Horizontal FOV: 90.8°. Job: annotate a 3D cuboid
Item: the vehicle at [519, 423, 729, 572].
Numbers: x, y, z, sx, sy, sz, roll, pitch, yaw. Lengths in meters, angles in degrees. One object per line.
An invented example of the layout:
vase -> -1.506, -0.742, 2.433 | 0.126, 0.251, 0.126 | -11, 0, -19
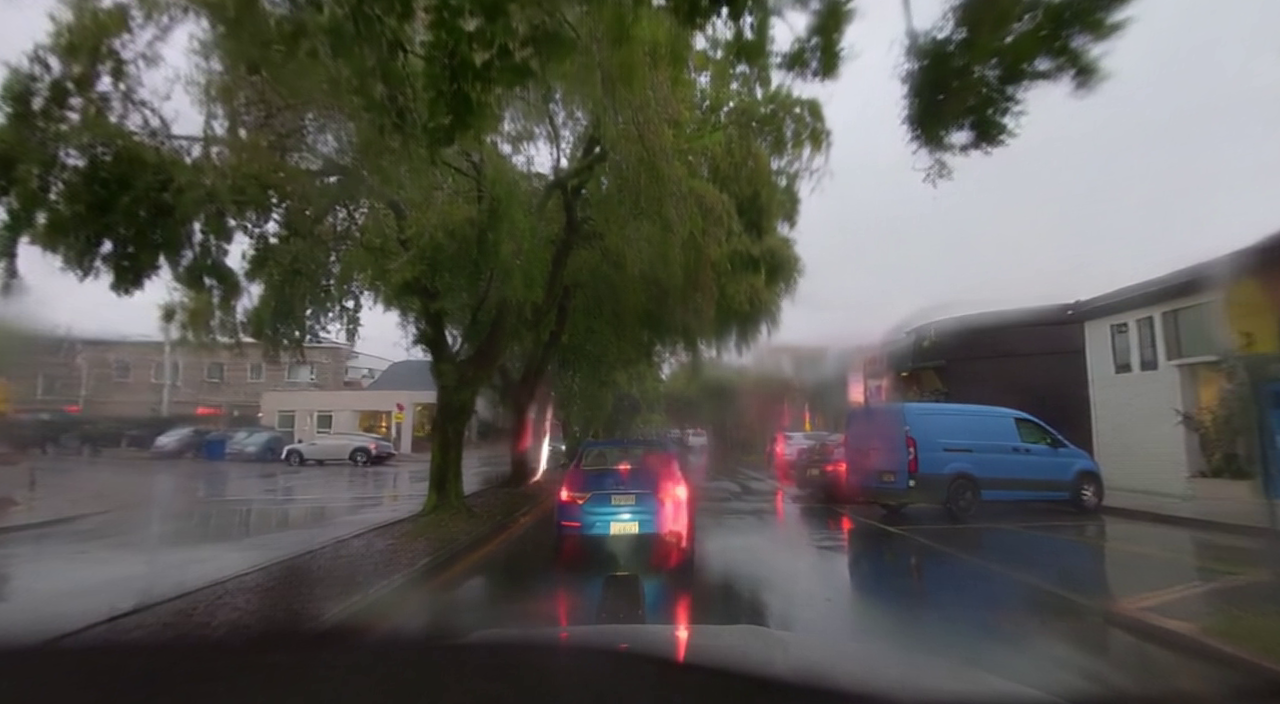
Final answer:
vehicle -> -0.220, 1.775, 8.565 | 2.065, 1.450, 4.522 | 0, -8, -2

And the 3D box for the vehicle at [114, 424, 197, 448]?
vehicle -> -31.889, 5.558, 41.653 | 3.915, 1.574, 1.850 | 0, -8, 3

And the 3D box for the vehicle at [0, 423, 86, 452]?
vehicle -> -31.880, 4.473, 32.882 | 4.168, 1.458, 1.904 | 0, -8, -3

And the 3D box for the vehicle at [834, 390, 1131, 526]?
vehicle -> 6.615, 1.987, 12.164 | 5.385, 2.146, 2.143 | 4, -9, -26

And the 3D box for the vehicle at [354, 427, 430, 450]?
vehicle -> -18.483, 6.505, 47.330 | 4.892, 1.679, 1.927 | 1, -8, -6
